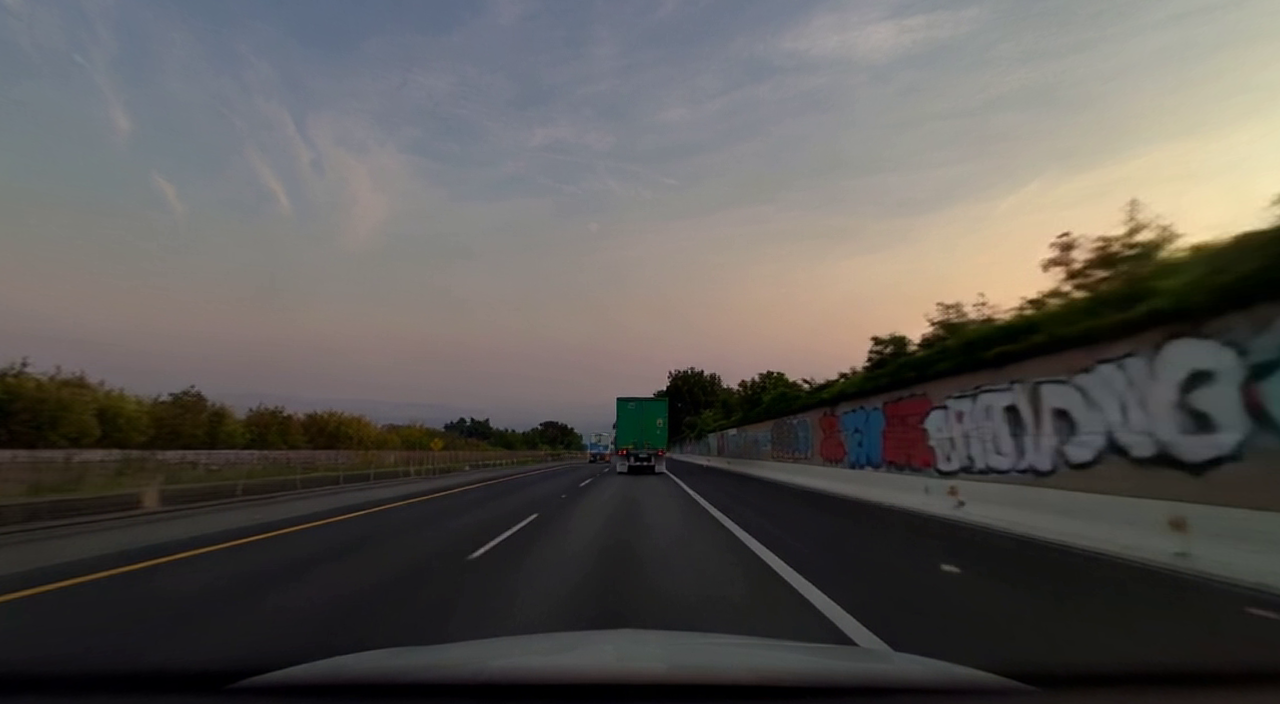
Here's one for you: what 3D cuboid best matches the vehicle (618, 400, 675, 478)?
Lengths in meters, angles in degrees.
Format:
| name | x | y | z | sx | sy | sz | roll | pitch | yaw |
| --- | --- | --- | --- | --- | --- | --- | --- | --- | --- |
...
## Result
| name | x | y | z | sx | sy | sz | roll | pitch | yaw |
| --- | --- | --- | --- | --- | --- | --- | --- | --- | --- |
| vehicle | 0.222 | 5.215 | 37.195 | 2.900 | 3.955 | 10.151 | 0 | -9 | -1 |
